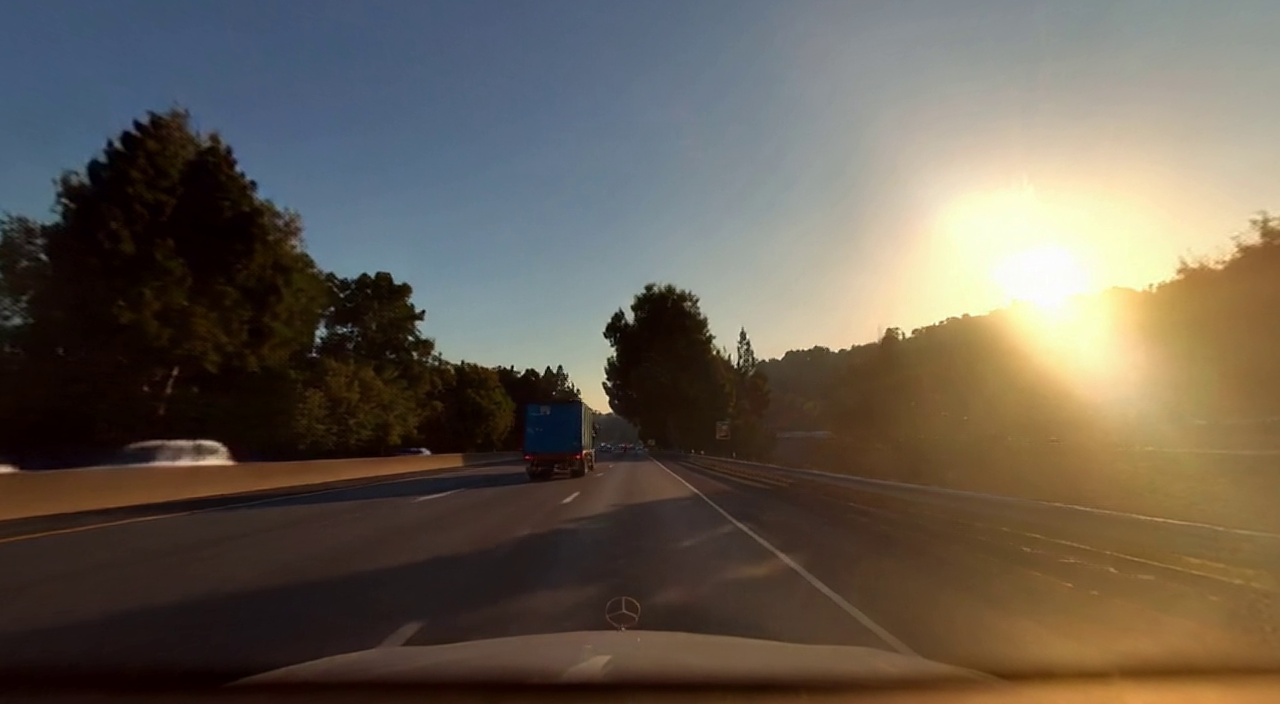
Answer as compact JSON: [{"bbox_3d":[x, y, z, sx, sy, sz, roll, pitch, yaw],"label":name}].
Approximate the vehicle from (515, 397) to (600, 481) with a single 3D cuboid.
[{"bbox_3d":[-3.553,4.082,29.410,2.874,3.309,8.208,0,-8,0],"label":"vehicle"}]
